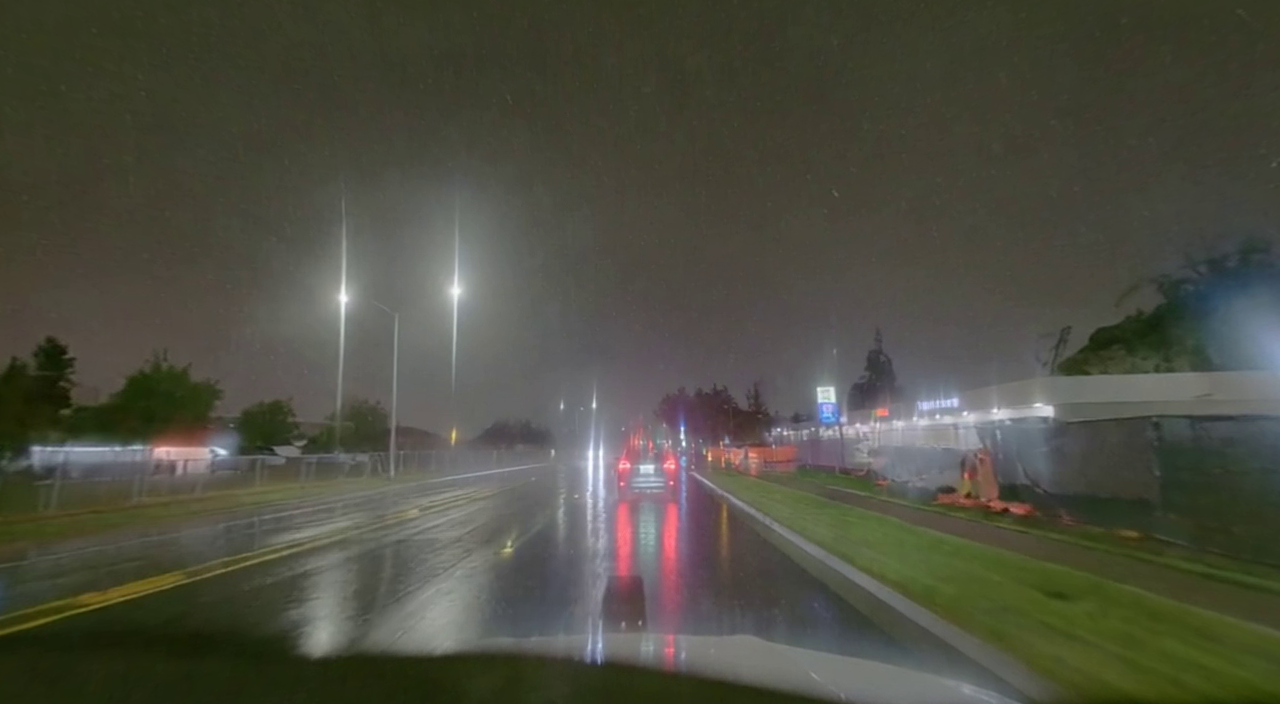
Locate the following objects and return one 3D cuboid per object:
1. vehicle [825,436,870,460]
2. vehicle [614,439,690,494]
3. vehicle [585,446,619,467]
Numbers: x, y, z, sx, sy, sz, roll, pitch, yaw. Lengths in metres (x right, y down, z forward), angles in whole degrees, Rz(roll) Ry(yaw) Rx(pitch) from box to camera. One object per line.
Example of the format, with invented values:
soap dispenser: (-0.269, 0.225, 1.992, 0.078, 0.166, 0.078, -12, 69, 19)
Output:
vehicle: (16.374, 7.590, 49.705, 2.101, 1.825, 4.700, -1, -9, 3)
vehicle: (0.310, 3.557, 19.787, 2.144, 1.514, 4.063, 0, -9, 0)
vehicle: (-2.804, 7.826, 47.100, 2.208, 1.520, 4.358, 0, -9, 1)
